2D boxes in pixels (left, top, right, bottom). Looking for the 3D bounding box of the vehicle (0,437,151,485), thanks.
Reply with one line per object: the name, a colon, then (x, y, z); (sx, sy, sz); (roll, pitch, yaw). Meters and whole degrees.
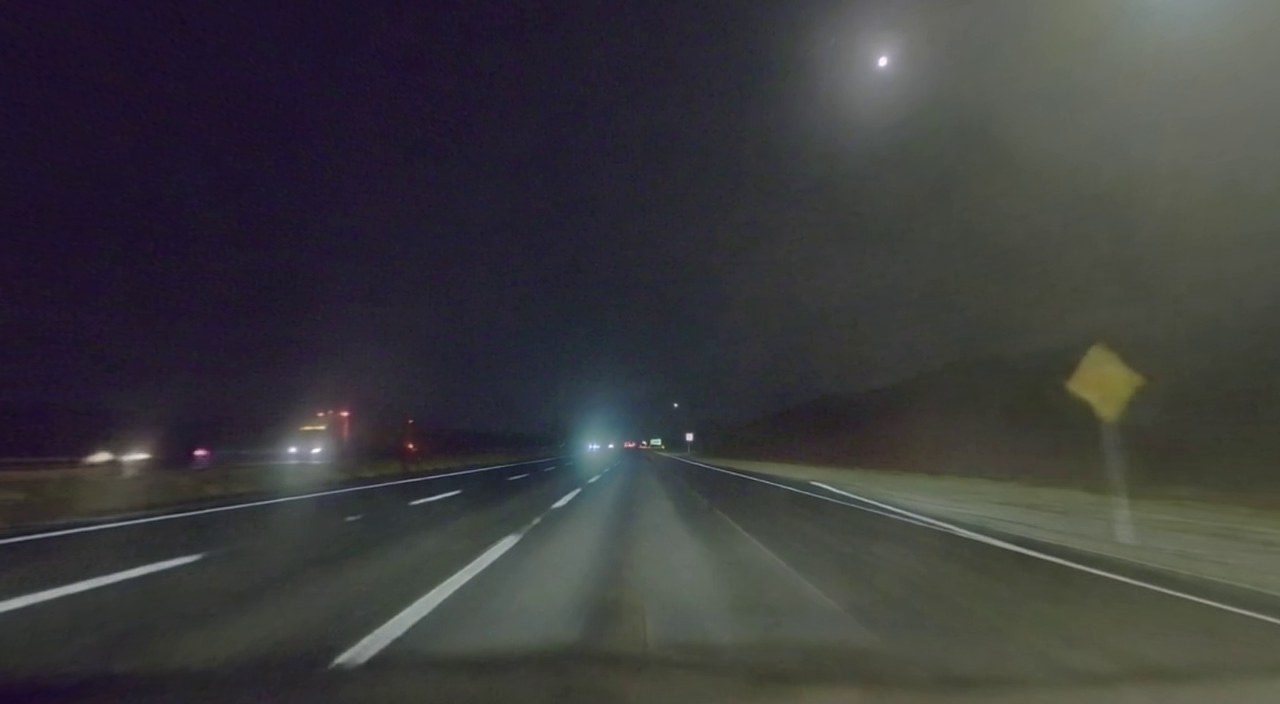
vehicle: (-21.036, 4.069, 23.746); (1.846, 1.601, 4.183); (-1, -9, 1)
